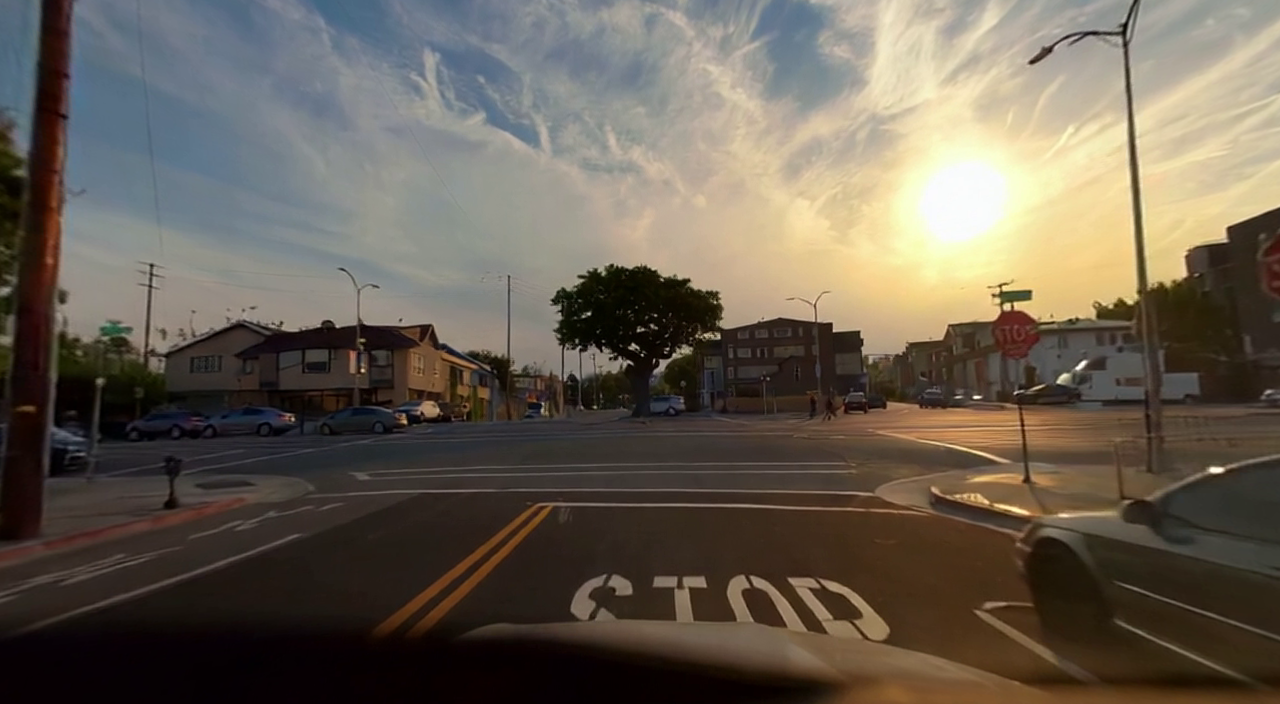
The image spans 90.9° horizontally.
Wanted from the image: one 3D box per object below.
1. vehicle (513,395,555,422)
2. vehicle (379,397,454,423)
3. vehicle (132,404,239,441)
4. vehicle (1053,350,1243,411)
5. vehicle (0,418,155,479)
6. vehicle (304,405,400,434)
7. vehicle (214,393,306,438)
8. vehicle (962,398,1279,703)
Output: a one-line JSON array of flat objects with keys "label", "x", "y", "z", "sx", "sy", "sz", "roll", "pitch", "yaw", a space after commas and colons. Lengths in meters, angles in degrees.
[{"label": "vehicle", "x": -6.774, "y": 3.698, "z": 40.827, "sx": 2.156, "sy": 1.620, "sz": 4.945, "roll": 2, "pitch": -6, "yaw": -4}, {"label": "vehicle", "x": -15.744, "y": 4.161, "z": 44.592, "sx": 2.010, "sy": 1.583, "sz": 4.582, "roll": -6, "pitch": -10, "yaw": 36}, {"label": "vehicle", "x": -24.816, "y": 3.878, "z": 34.474, "sx": 4.696, "sy": 1.801, "sz": 1.948, "roll": -3, "pitch": -7, "yaw": 10}, {"label": "vehicle", "x": 35.162, "y": 2.011, "z": 43.865, "sx": 10.986, "sy": 3.604, "sz": 2.707, "roll": -3, "pitch": -6, "yaw": -3}, {"label": "vehicle", "x": -16.935, "y": 2.757, "z": 18.069, "sx": 4.525, "sy": 1.596, "sz": 2.085, "roll": -1, "pitch": -8, "yaw": 8}, {"label": "vehicle", "x": -15.108, "y": 3.567, "z": 33.143, "sx": 4.233, "sy": 1.432, "sz": 1.755, "roll": -1, "pitch": -8, "yaw": 9}, {"label": "vehicle", "x": -20.293, "y": 3.451, "z": 33.785, "sx": 3.506, "sy": 2.261, "sz": 2.158, "roll": -1, "pitch": -8, "yaw": 8}, {"label": "vehicle", "x": 3.499, "y": 0.934, "z": 2.478, "sx": 2.025, "sy": 1.492, "sz": 4.291, "roll": 0, "pitch": -8, "yaw": -3}]
